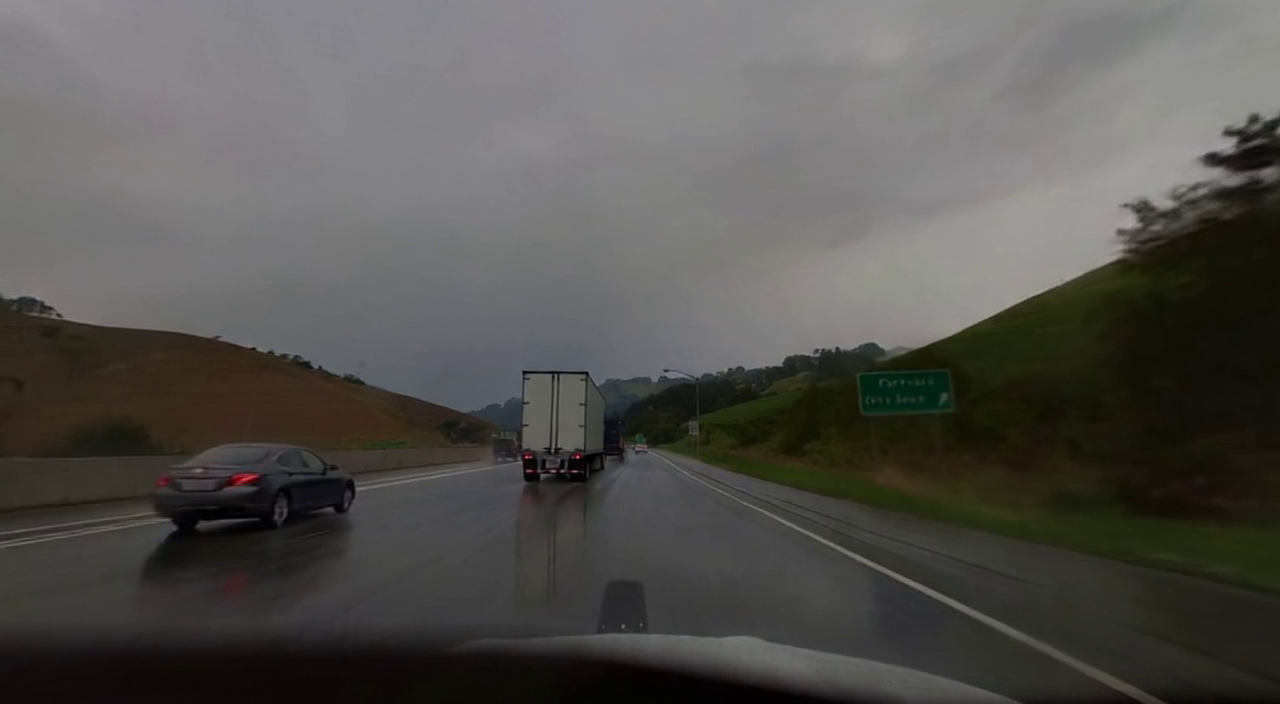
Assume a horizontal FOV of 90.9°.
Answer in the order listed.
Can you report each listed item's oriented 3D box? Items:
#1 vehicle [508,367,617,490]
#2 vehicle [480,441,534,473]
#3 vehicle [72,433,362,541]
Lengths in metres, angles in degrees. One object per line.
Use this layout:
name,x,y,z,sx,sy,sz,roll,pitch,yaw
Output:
vehicle,-3.017,3.888,30.480,3.202,4.352,16.251,0,-9,0
vehicle,-7.164,5.664,34.344,1.949,1.604,4.456,0,-9,0
vehicle,-6.986,2.243,11.211,1.911,1.494,4.555,0,-9,1
